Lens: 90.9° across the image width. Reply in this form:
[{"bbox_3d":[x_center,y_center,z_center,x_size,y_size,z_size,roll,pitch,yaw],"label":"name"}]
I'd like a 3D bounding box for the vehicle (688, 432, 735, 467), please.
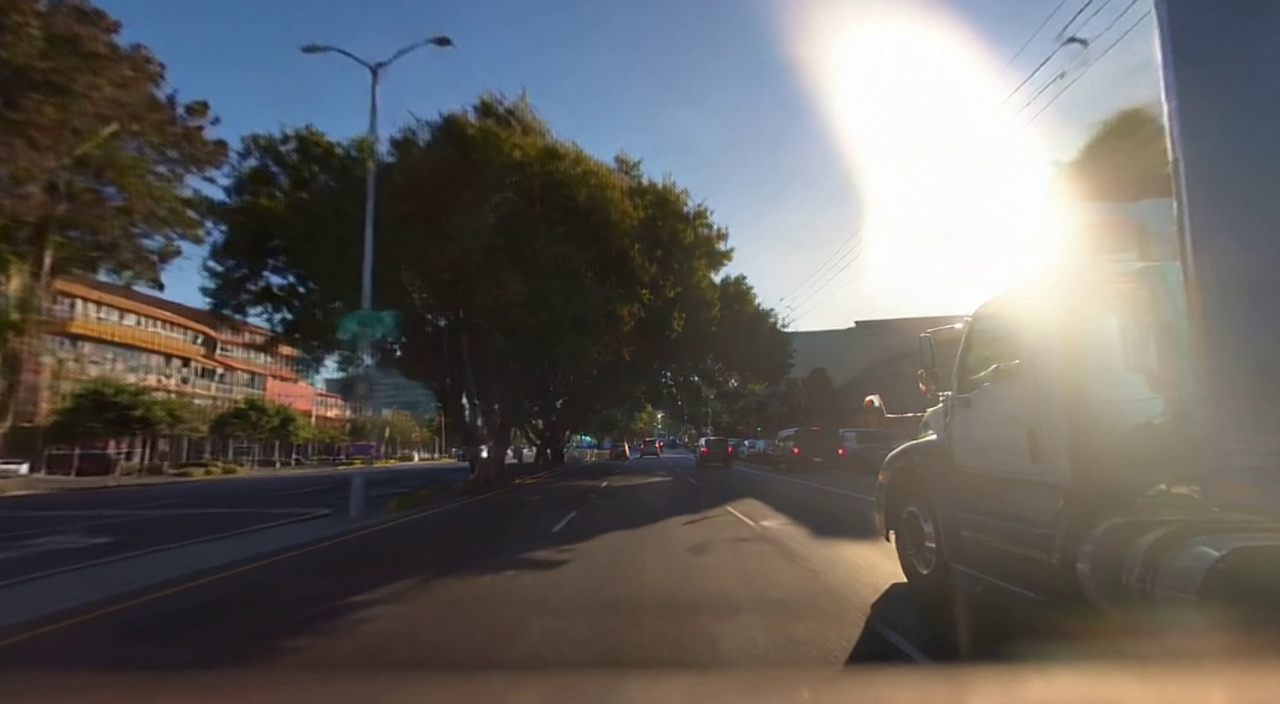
[{"bbox_3d":[4.130,5.690,37.003,2.196,1.908,4.412,0,-8,0],"label":"vehicle"}]

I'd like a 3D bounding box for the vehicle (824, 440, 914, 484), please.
[{"bbox_3d":[8.139,3.938,22.833,1.733,1.441,4.073,0,-8,0],"label":"vehicle"}]

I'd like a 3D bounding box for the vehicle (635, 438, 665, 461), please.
[{"bbox_3d":[0.838,7.598,49.294,2.276,1.704,3.925,0,-8,2],"label":"vehicle"}]

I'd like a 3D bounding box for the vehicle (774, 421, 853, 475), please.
[{"bbox_3d":[8.175,4.594,30.286,2.539,2.328,4.769,0,-8,2],"label":"vehicle"}]

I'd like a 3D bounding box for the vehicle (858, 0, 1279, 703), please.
[{"bbox_3d":[3.697,-0.266,2.252,3.006,3.679,8.506,0,-8,2],"label":"vehicle"}]
